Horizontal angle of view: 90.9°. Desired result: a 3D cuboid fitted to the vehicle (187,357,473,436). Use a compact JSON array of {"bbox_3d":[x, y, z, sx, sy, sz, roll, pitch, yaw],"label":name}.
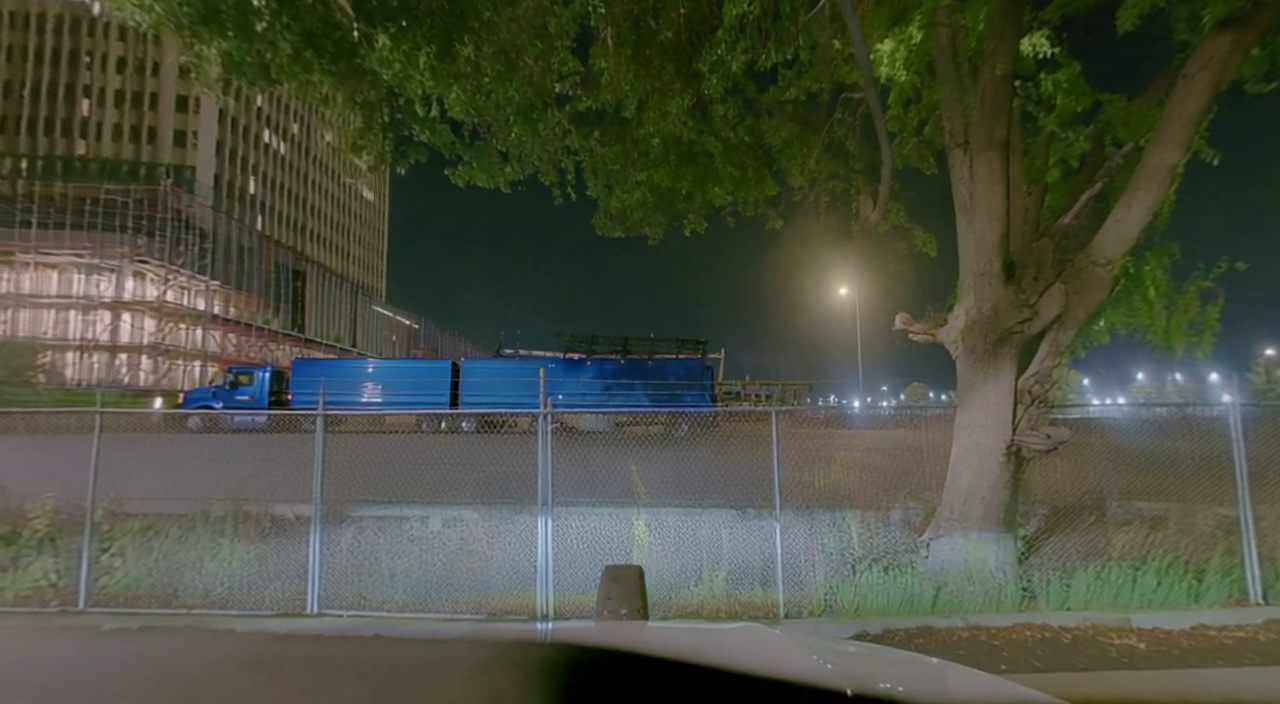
[{"bbox_3d":[-16.953,2.637,35.584,14.067,4.099,2.832,1,-9,-7],"label":"vehicle"}]
